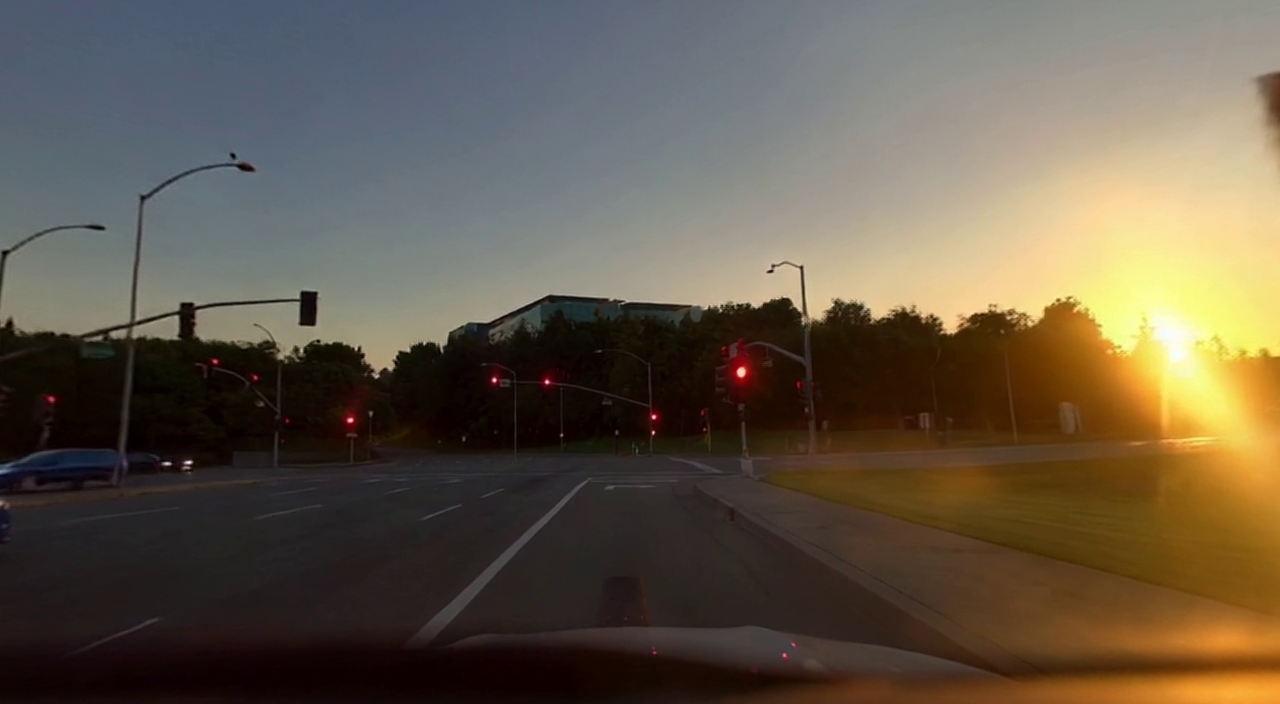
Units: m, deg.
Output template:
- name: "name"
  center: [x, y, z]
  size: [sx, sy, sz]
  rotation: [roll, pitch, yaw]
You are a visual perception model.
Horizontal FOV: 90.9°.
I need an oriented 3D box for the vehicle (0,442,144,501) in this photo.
- name: "vehicle"
  center: [-17.438, 3.434, 18.562]
  size: [1.837, 1.530, 4.570]
  rotation: [-1, -8, 2]
